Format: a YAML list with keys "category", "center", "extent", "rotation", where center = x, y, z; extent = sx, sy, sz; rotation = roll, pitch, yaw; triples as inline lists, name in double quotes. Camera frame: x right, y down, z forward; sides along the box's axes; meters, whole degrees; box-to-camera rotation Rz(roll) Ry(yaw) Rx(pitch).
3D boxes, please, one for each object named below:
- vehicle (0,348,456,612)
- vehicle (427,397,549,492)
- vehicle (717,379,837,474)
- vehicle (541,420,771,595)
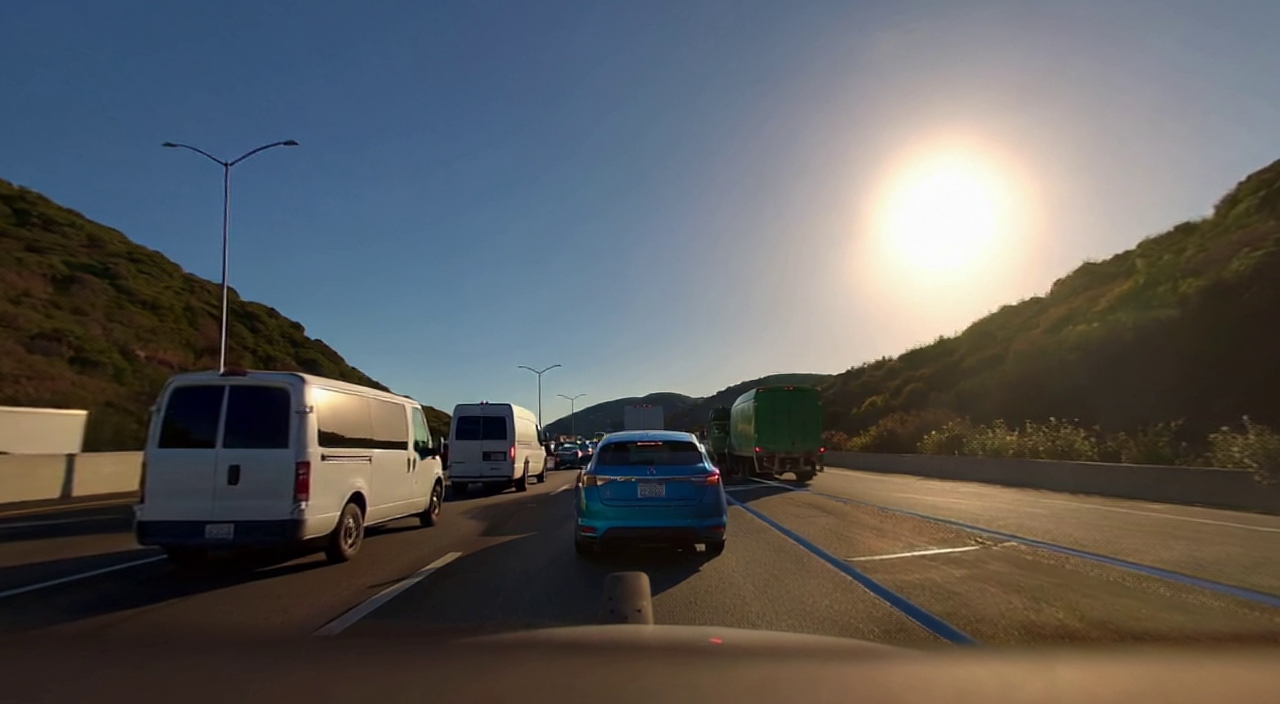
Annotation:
- category: "vehicle"
  center: [-4.211, 1.406, 7.799]
  extent: [2.195, 2.086, 5.445]
  rotation: [0, -8, 0]
- category: "vehicle"
  center: [-4.472, 2.890, 19.736]
  extent: [2.300, 2.522, 5.701]
  rotation: [0, -8, 1]
- category: "vehicle"
  center: [6.319, 3.848, 31.520]
  extent: [2.977, 3.878, 11.111]
  rotation: [0, -8, -3]
- category: "vehicle"
  center: [0.093, 1.652, 7.550]
  extent: [2.003, 1.499, 3.930]
  rotation: [0, -8, -1]
